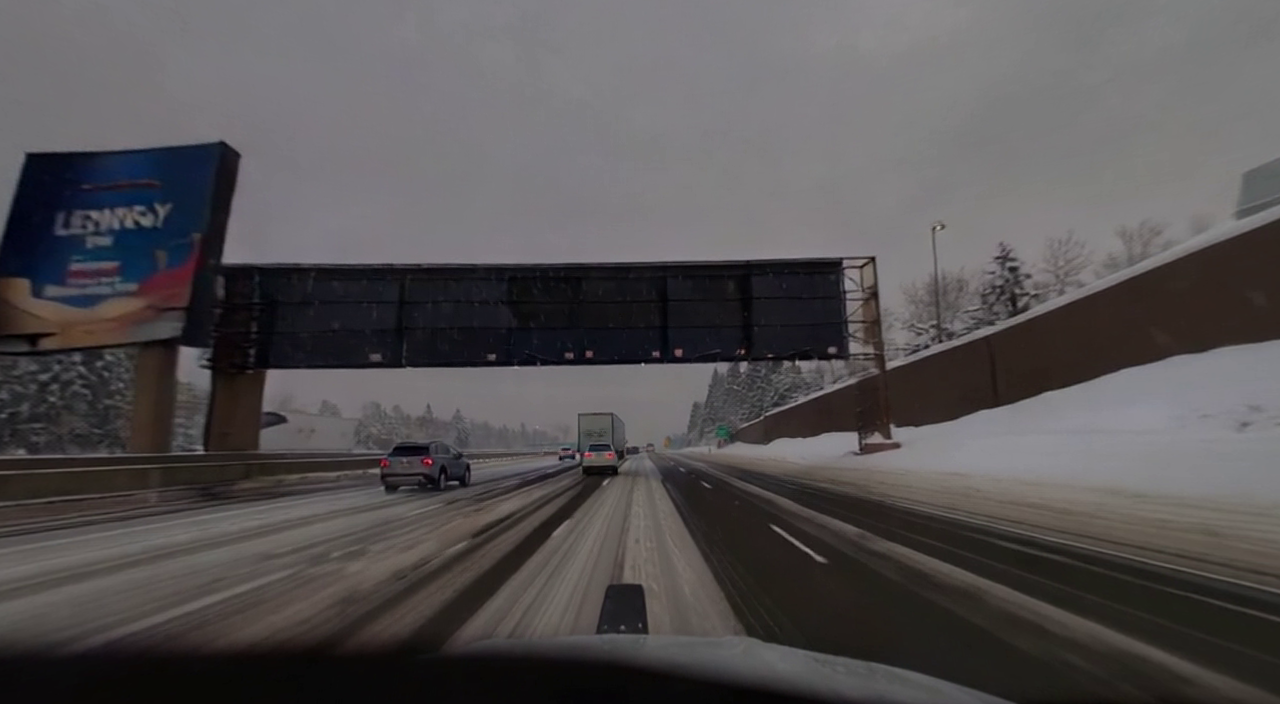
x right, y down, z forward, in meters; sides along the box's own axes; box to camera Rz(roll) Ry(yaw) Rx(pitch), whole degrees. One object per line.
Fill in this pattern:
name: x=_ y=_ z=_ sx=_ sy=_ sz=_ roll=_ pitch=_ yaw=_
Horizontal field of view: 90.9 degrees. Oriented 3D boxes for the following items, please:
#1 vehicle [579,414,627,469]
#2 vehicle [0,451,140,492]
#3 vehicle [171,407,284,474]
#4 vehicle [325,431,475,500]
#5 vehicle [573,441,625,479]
vehicle: x=-2.413 y=6.263 z=43.989 sx=2.794 sy=3.460 sz=8.595 roll=0 pitch=-9 yaw=0
vehicle: x=-22.556 y=4.652 z=24.938 sx=1.809 sy=1.439 sz=4.530 roll=0 pitch=-9 yaw=0
vehicle: x=-26.773 y=5.826 z=41.319 sx=3.136 sy=3.981 sz=6.053 roll=0 pitch=-9 yaw=0
vehicle: x=-6.926 y=3.336 z=18.968 sx=2.401 sy=1.759 sz=5.126 roll=0 pitch=-9 yaw=1
vehicle: x=-1.796 y=4.864 z=28.579 sx=2.168 sy=1.597 sz=3.615 roll=0 pitch=-9 yaw=-1
